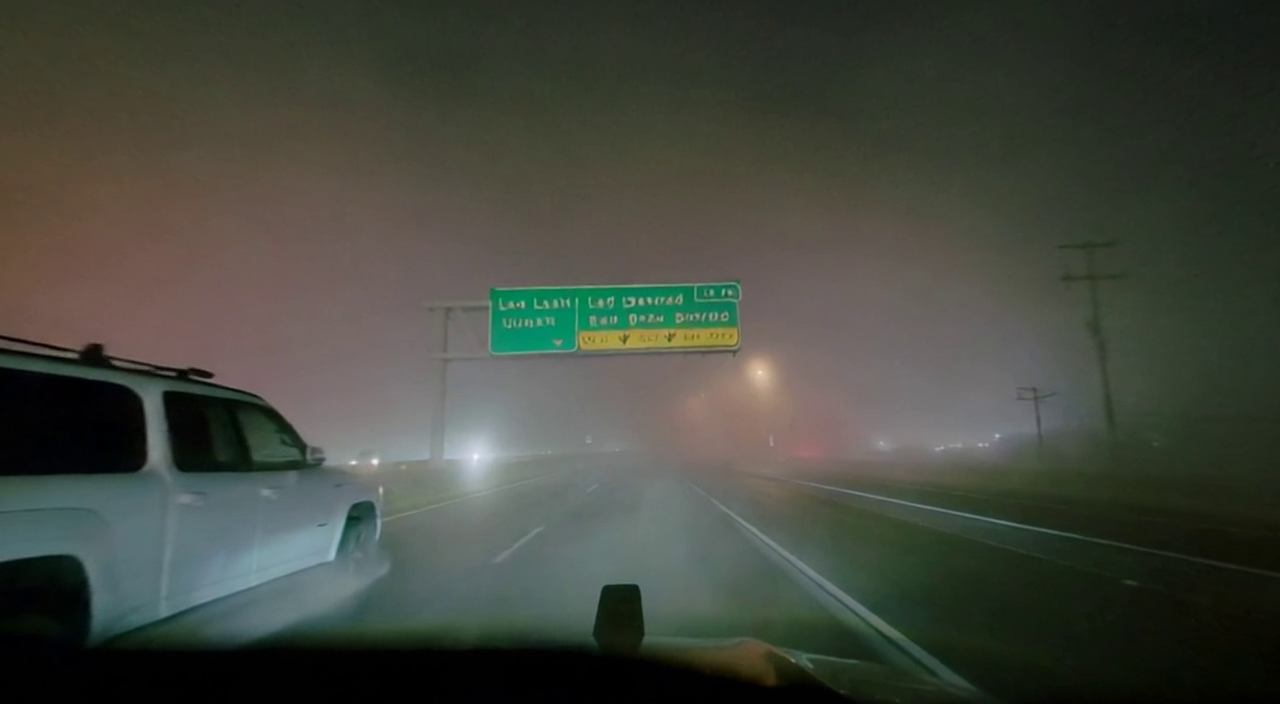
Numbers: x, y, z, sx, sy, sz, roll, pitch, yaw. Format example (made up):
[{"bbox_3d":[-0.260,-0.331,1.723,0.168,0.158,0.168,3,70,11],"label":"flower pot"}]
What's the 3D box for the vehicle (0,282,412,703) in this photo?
[{"bbox_3d":[-3.816,0.902,4.024,2.431,1.928,5.760,0,-9,1],"label":"vehicle"}]
